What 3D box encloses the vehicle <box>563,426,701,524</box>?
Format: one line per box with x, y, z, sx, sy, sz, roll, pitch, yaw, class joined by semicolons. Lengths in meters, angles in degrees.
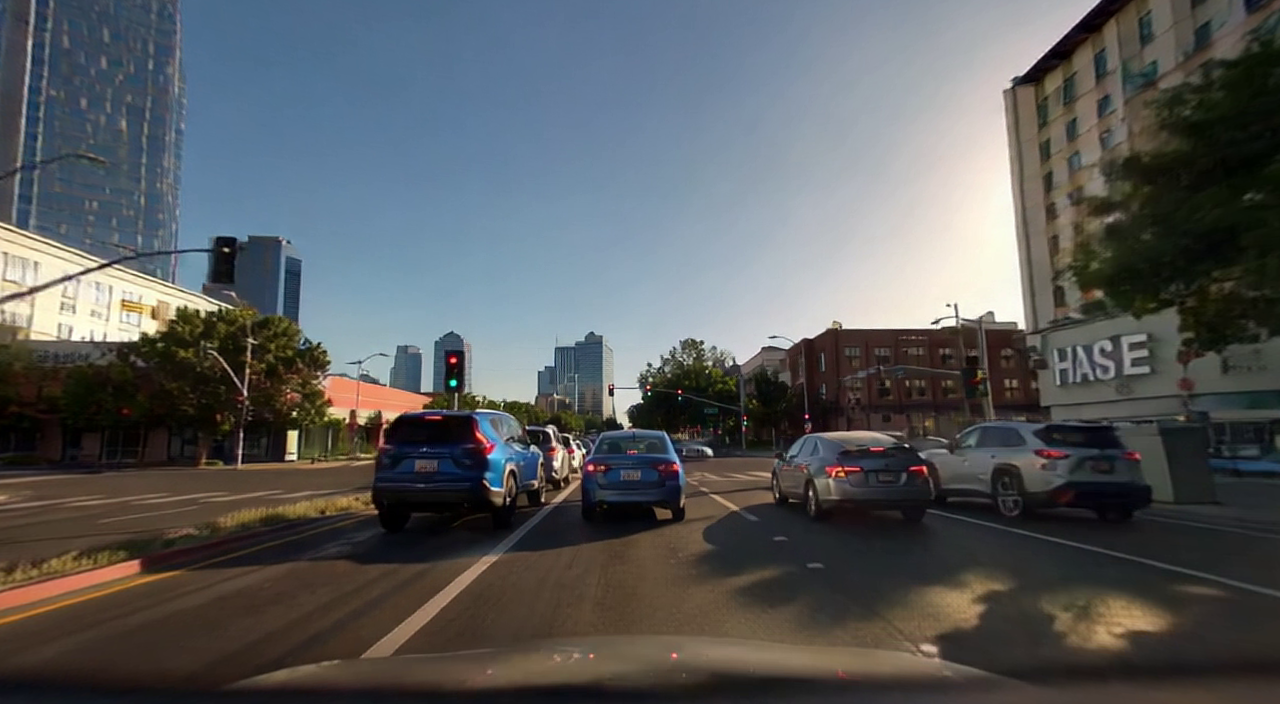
-0.147;2.168;11.693;2.097;1.480;4.006;0;-8;-1;vehicle

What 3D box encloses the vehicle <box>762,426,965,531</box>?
3.602;2.114;11.207;1.861;1.473;4.393;0;-8;-2;vehicle

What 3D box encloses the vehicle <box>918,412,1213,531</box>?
7.258;2.089;11.631;2.068;1.731;4.752;0;-8;0;vehicle

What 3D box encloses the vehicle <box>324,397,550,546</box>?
-2.849;1.818;10.231;2.064;1.825;4.760;0;-8;0;vehicle
